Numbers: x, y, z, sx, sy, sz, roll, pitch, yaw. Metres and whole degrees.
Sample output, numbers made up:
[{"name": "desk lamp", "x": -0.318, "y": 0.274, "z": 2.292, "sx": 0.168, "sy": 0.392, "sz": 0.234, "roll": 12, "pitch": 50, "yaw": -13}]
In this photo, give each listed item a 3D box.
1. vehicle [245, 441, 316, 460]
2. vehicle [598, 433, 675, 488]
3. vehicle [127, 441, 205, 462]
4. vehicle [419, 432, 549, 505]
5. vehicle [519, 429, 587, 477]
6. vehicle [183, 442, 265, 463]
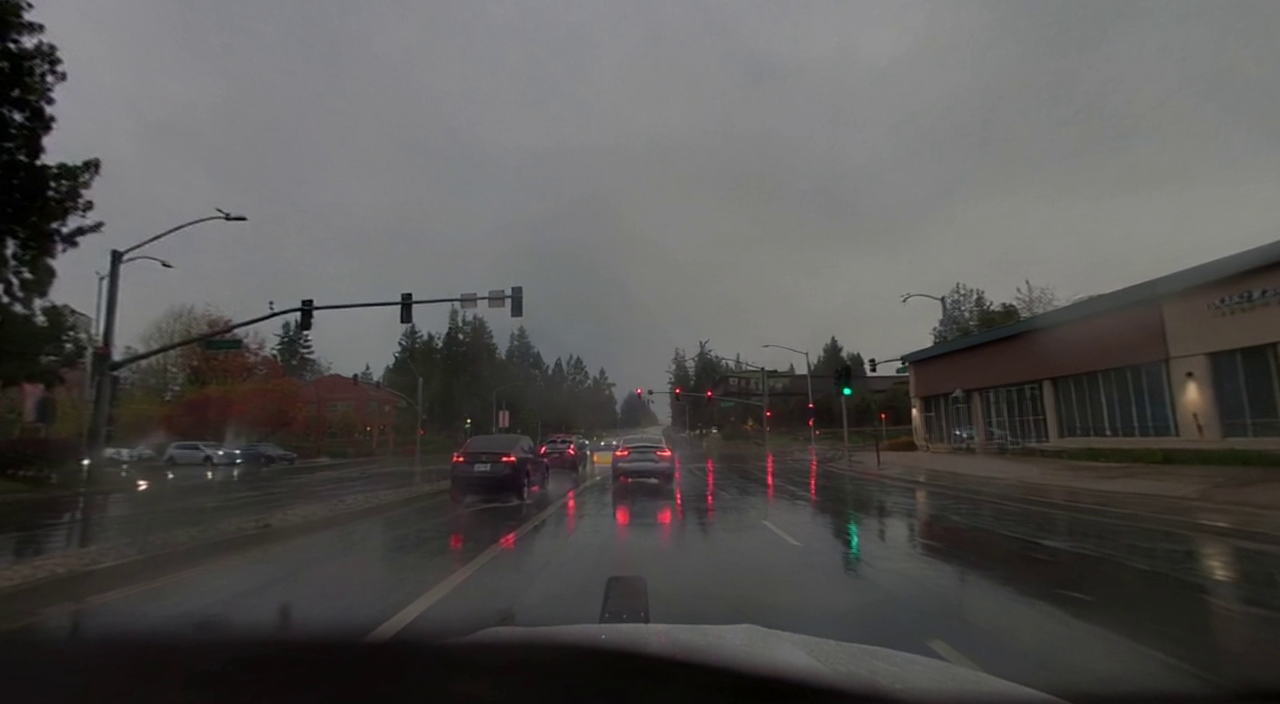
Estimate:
[{"name": "vehicle", "x": -28.053, "y": 7.698, "z": 49.274, "sx": 4.423, "sy": 1.444, "sz": 1.836, "roll": 0, "pitch": -8, "yaw": 1}, {"name": "vehicle", "x": -0.115, "y": 3.210, "z": 18.962, "sx": 2.066, "sy": 1.482, "sz": 3.923, "roll": 0, "pitch": -8, "yaw": 0}, {"name": "vehicle", "x": -36.999, "y": 7.755, "z": 49.265, "sx": 4.513, "sy": 1.616, "sz": 1.899, "roll": 0, "pitch": -8, "yaw": 1}, {"name": "vehicle", "x": -3.584, "y": 2.767, "z": 15.415, "sx": 1.942, "sy": 1.497, "sz": 4.561, "roll": 0, "pitch": -8, "yaw": 1}, {"name": "vehicle", "x": -3.378, "y": 4.026, "z": 25.329, "sx": 2.029, "sy": 1.752, "sz": 4.420, "roll": 0, "pitch": -8, "yaw": 1}, {"name": "vehicle", "x": -30.053, "y": 7.251, "z": 45.622, "sx": 4.708, "sy": 1.467, "sz": 1.819, "roll": 0, "pitch": -8, "yaw": 2}]
